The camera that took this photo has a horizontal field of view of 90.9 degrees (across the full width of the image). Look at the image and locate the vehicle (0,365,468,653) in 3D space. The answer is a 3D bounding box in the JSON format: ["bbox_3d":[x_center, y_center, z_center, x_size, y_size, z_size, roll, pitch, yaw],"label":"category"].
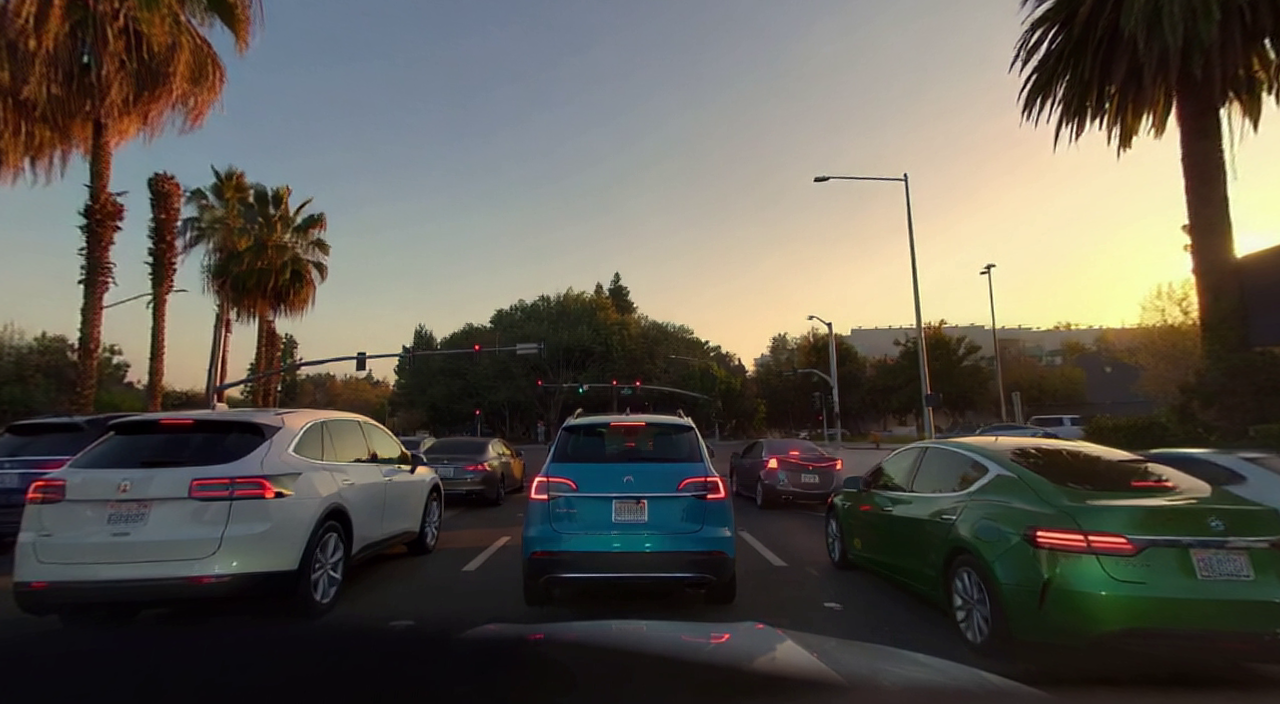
[{"bbox_3d":[-3.346,1.276,6.124,2.014,1.755,4.360,0,-8,1],"label":"vehicle"}]

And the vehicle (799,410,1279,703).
[{"bbox_3d":[2.967,1.362,5.249,2.017,1.491,4.611,0,-8,-1],"label":"vehicle"}]

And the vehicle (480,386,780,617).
[{"bbox_3d":[-0.130,1.457,7.060,2.280,1.747,4.361,0,-8,-2],"label":"vehicle"}]
